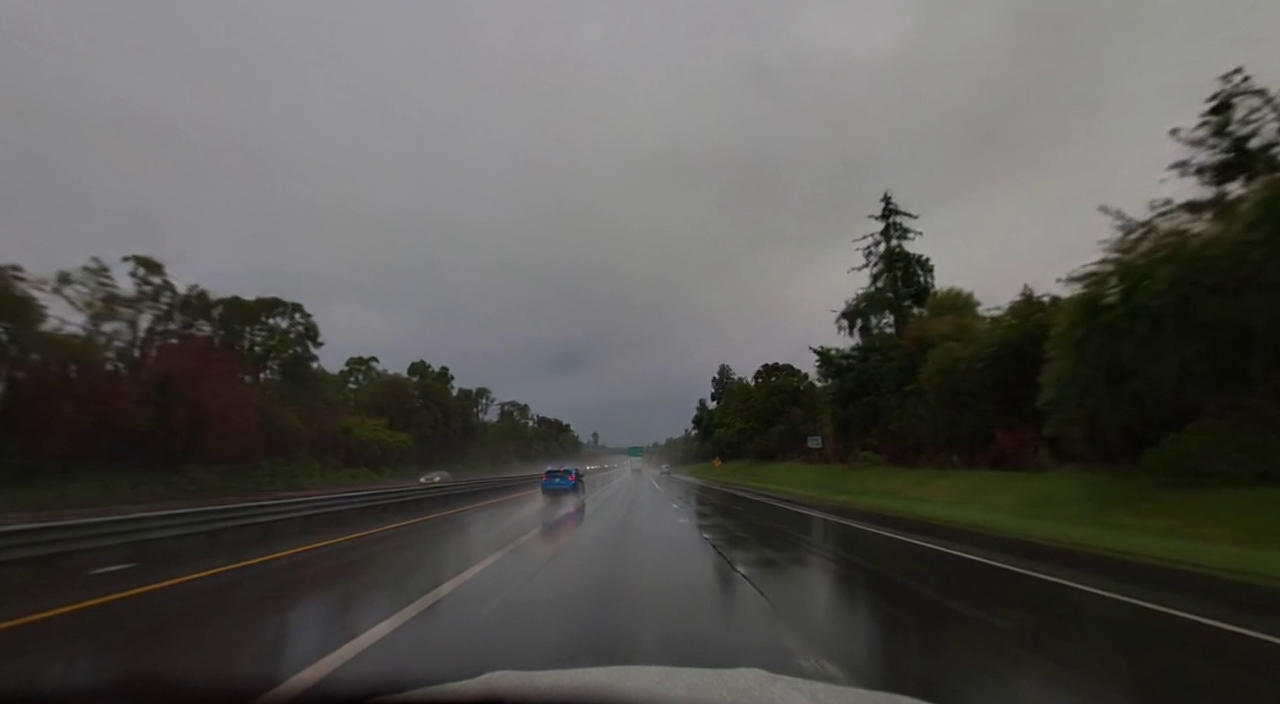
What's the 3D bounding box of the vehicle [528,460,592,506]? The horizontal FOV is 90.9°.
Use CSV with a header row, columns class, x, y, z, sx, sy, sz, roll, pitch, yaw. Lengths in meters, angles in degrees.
class,x,y,z,sx,sy,sz,roll,pitch,yaw
vehicle,-2.908,4.879,23.717,1.797,1.532,4.072,1,-10,1
